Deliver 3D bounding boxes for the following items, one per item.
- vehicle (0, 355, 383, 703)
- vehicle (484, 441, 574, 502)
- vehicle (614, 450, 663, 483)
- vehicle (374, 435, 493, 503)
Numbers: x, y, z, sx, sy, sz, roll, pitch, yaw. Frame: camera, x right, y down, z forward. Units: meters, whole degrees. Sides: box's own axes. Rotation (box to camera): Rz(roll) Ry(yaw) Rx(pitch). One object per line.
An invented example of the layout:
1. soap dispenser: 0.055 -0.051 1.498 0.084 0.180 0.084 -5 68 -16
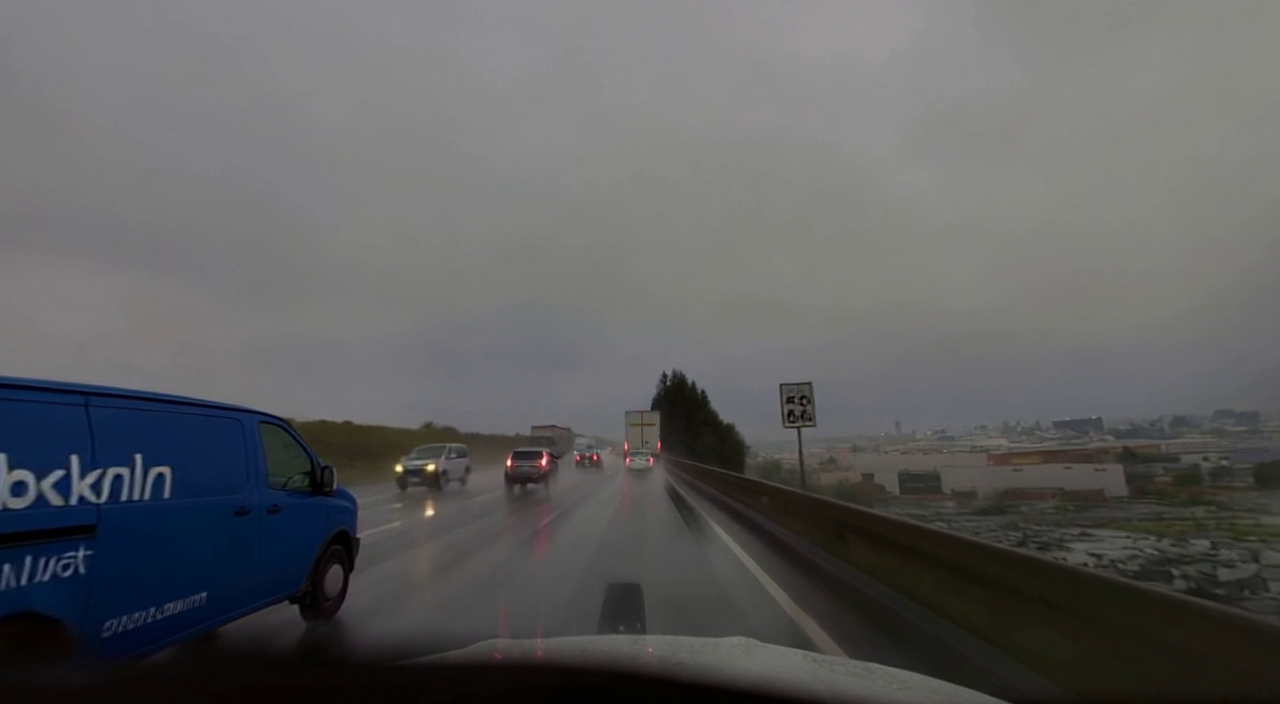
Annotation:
1. vehicle: -3.265 1.010 3.078 2.117 1.688 4.582 0 -9 -1
2. vehicle: -3.190 3.529 19.038 1.937 1.600 4.141 0 -9 0
3. vehicle: -0.100 5.226 29.041 2.095 1.393 3.908 0 -9 -1
4. vehicle: -6.584 3.779 20.888 2.100 1.928 5.251 0 -9 0
